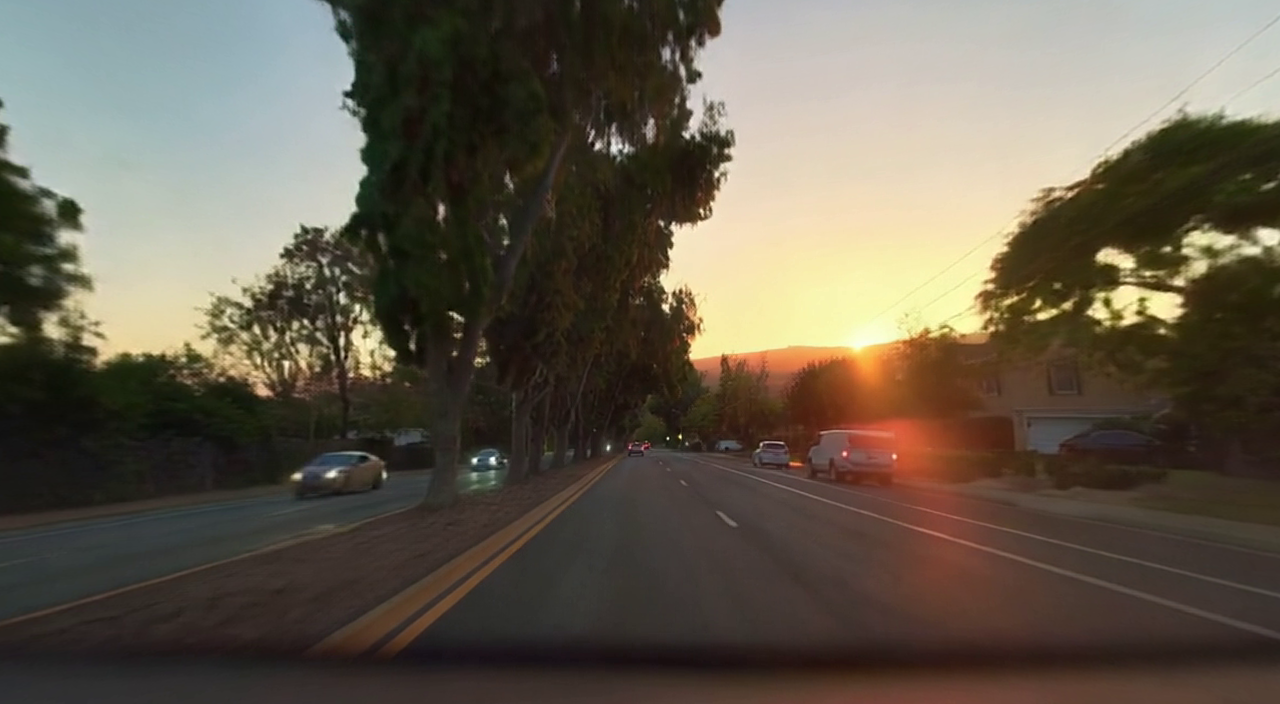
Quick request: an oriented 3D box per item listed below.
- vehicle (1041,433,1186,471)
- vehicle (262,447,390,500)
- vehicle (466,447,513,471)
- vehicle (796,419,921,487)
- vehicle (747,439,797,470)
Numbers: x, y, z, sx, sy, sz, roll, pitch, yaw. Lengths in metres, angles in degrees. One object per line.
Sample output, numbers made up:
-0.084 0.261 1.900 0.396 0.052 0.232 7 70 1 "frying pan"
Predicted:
19.549 4.120 26.298 4.336 1.480 1.926 -2 -8 16 "vehicle"
-10.000 3.865 20.582 1.958 1.524 4.314 0 -8 0 "vehicle"
-9.742 6.929 41.335 1.910 1.452 4.447 0 -8 1 "vehicle"
7.480 3.542 22.444 2.278 2.079 5.861 0 -8 0 "vehicle"
7.431 5.818 35.932 1.965 1.623 4.096 0 -8 1 "vehicle"
